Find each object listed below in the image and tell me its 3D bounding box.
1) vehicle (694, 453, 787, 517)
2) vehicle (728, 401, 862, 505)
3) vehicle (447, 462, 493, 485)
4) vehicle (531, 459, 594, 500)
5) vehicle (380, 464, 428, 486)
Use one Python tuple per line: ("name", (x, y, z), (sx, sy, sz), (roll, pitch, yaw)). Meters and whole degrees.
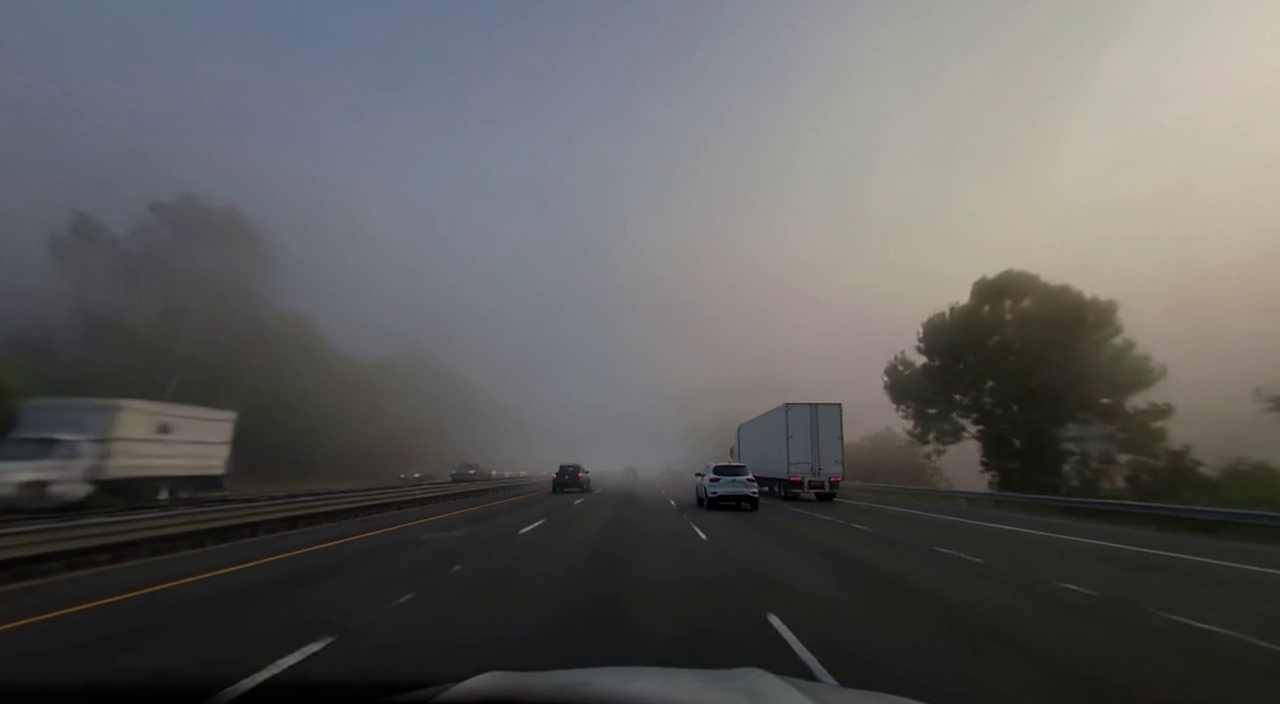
("vehicle", (2.948, 4.052, 19.507), (2.050, 1.708, 4.457), (1, -10, -1))
("vehicle", (7.417, 5.573, 33.823), (2.883, 4.151, 17.144), (1, -10, 0))
("vehicle", (-11.387, 8.182, 42.350), (1.827, 1.412, 4.194), (1, -10, 1))
("vehicle", (-3.187, 5.347, 26.605), (2.025, 1.547, 4.150), (1, -10, 1))
("vehicle", (-17.907, 9.349, 47.824), (1.783, 1.541, 4.315), (0, -10, 2))
